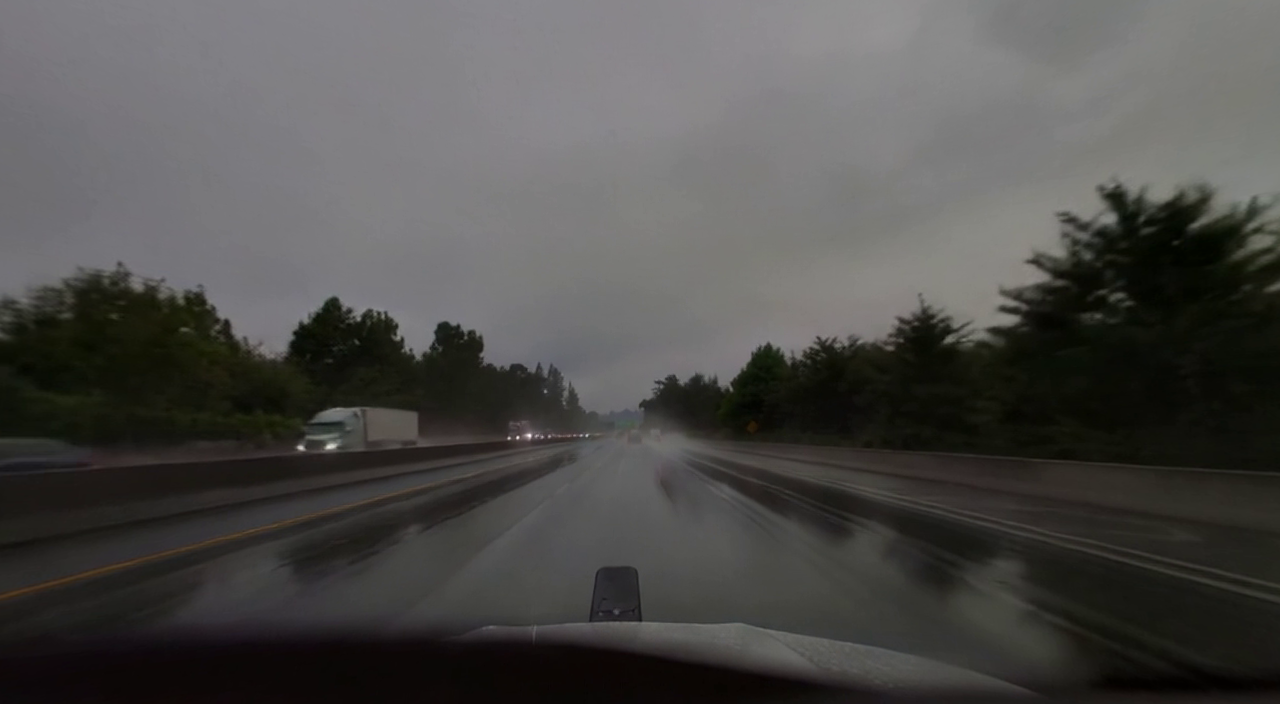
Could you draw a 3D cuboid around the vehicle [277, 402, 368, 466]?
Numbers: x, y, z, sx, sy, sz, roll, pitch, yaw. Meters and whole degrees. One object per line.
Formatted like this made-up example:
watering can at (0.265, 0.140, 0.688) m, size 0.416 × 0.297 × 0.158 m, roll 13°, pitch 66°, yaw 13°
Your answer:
vehicle at (-21.265, 5.550, 42.592) m, size 3.028 × 4.008 × 5.961 m, roll 0°, pitch -8°, yaw -1°
